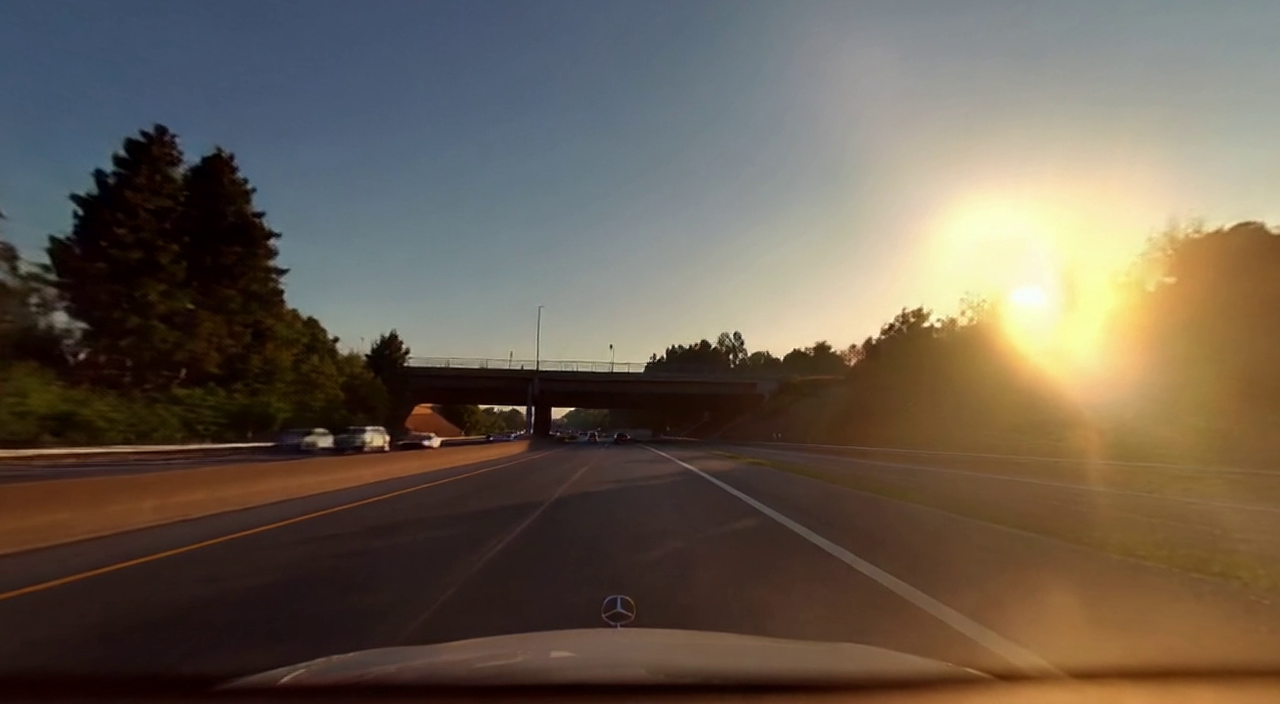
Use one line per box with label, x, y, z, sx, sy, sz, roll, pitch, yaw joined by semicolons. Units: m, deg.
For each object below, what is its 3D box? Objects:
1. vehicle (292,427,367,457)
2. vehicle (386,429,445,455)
vehicle;-17.446;5.093;35.625;2.020;1.560;4.520;0;-8;-1
vehicle;-13.888;5.596;39.199;1.946;1.529;4.955;0;-8;-1
